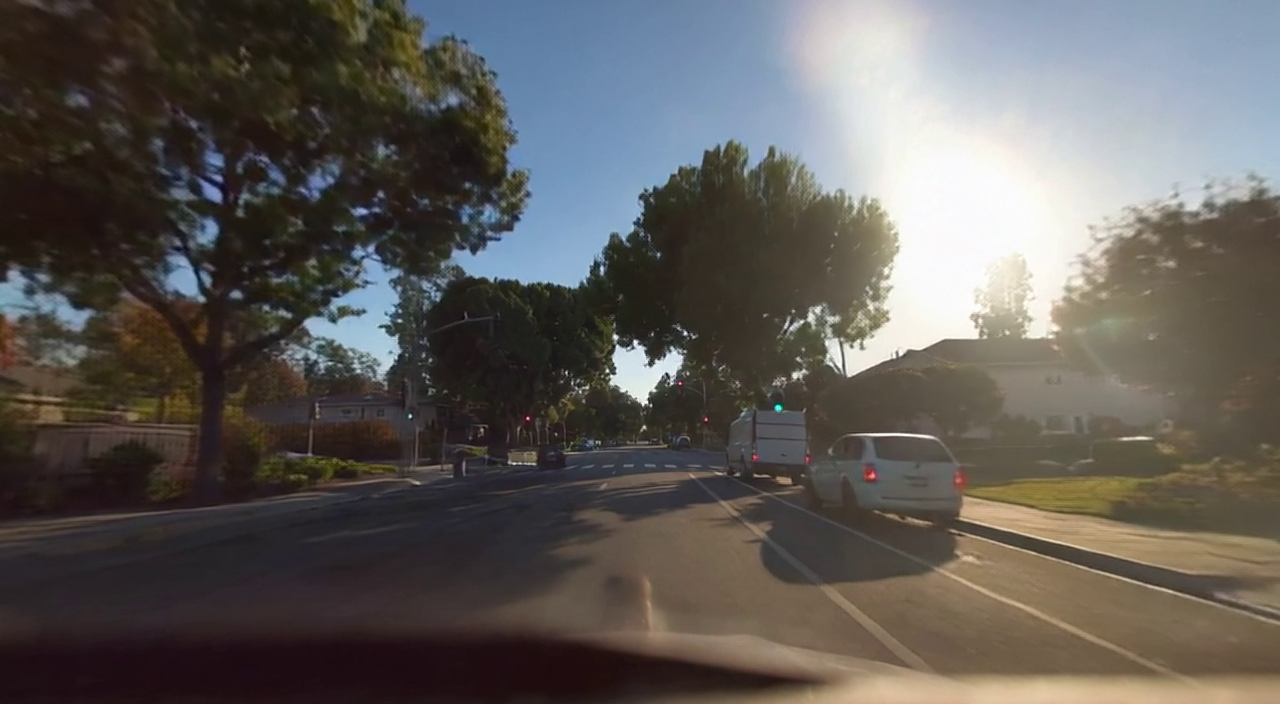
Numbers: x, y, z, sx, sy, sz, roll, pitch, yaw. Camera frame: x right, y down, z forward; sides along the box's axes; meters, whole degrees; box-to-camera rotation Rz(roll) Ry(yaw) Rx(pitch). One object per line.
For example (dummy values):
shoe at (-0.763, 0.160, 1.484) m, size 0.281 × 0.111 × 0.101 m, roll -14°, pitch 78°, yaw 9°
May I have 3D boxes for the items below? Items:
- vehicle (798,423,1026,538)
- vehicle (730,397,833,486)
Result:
vehicle at (4.676, 2.284, 11.896) m, size 2.202 × 1.712 × 4.813 m, roll 0°, pitch -8°, yaw 1°
vehicle at (4.851, 3.211, 22.504) m, size 2.398 × 2.806 × 4.857 m, roll 0°, pitch -8°, yaw -1°
